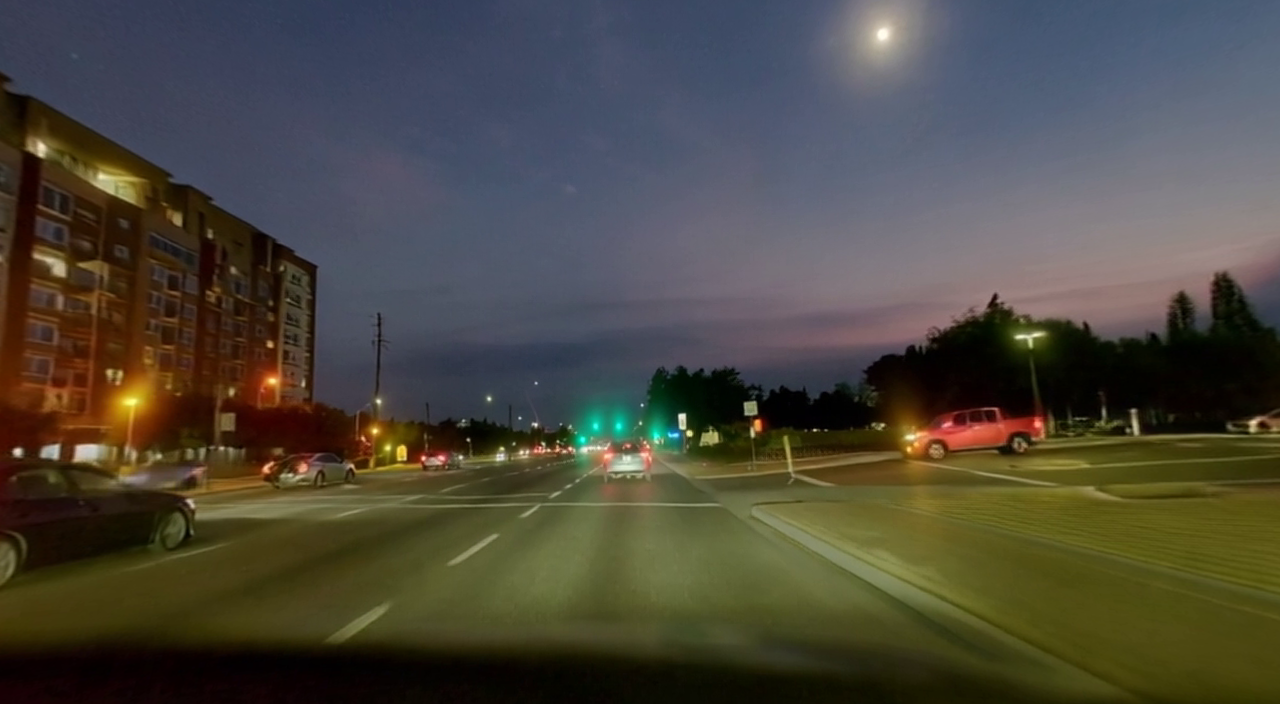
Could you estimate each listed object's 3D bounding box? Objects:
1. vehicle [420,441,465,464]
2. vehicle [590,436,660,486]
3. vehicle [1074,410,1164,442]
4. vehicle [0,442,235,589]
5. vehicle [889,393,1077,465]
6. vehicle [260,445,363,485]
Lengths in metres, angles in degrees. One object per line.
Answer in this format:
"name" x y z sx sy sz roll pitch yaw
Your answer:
"vehicle" -14.902 7.616 47.964 2.064 1.686 4.380 0 -8 -1
"vehicle" -0.481 3.580 21.106 2.099 1.469 4.389 0 -8 -1
"vehicle" 27.774 4.262 36.689 3.745 1.450 1.750 -5 -6 -4
"vehicle" -7.339 1.818 7.634 1.906 1.449 4.576 0 -8 -1
"vehicle" 12.490 2.818 23.317 5.253 2.014 2.666 -5 -7 -5
"vehicle" -13.470 4.642 26.268 2.024 1.484 4.592 0 -8 -3
